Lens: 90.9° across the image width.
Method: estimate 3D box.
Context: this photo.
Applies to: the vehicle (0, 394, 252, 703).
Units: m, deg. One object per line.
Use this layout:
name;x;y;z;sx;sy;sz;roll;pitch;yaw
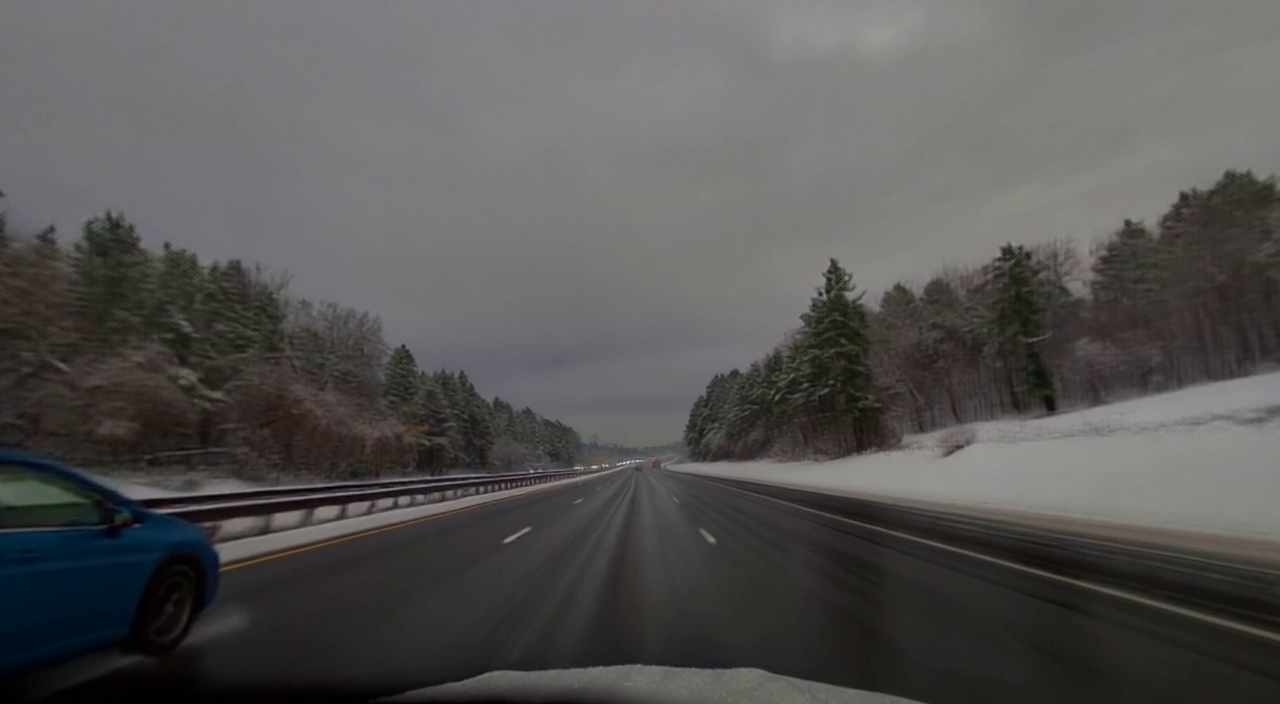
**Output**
vehicle;-4.024;0.899;2.459;1.928;1.593;4.871;1;-10;-1
